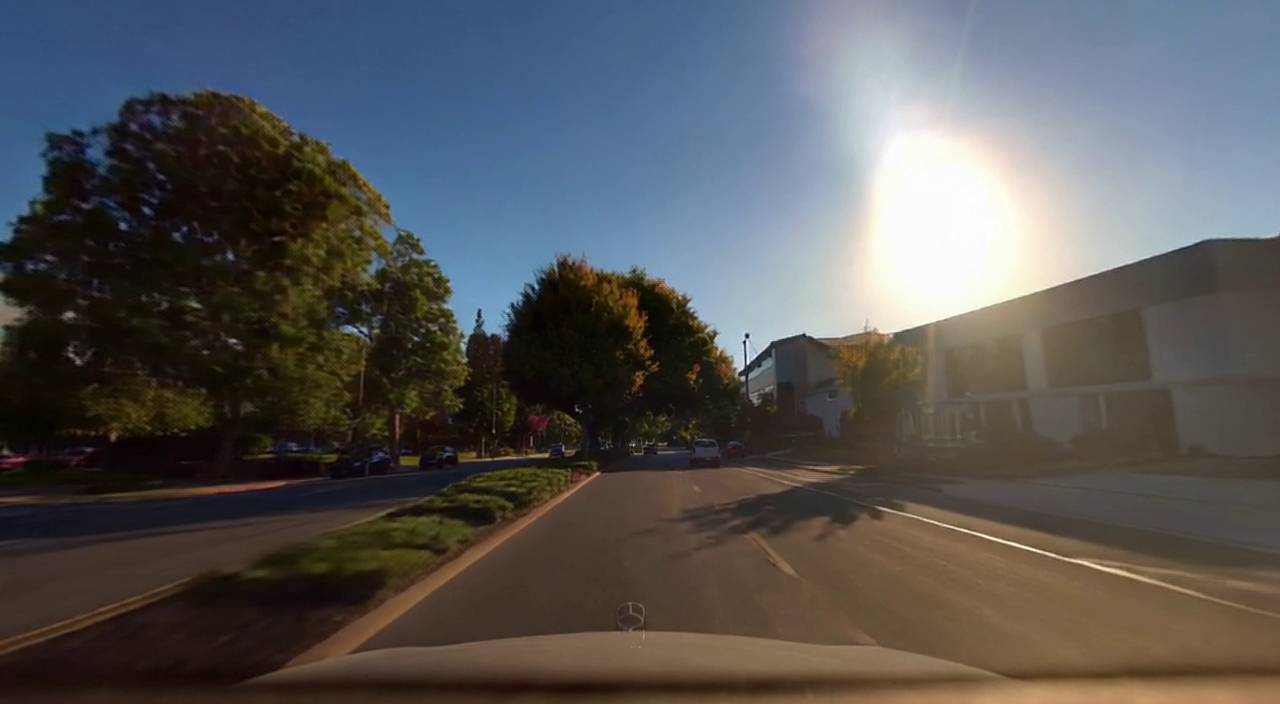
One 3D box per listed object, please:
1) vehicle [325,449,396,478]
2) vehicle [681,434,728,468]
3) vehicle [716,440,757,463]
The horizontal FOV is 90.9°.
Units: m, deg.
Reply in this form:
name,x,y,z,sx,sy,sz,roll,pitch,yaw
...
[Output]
name,x,y,z,sx,sy,sz,roll,pitch,yaw
vehicle,-16.401,6.535,37.335,2.009,1.540,4.849,0,-8,0
vehicle,3.539,5.530,35.426,2.143,1.759,4.378,0,-8,-1
vehicle,6.592,6.880,43.608,2.100,1.491,4.563,0,-8,0
